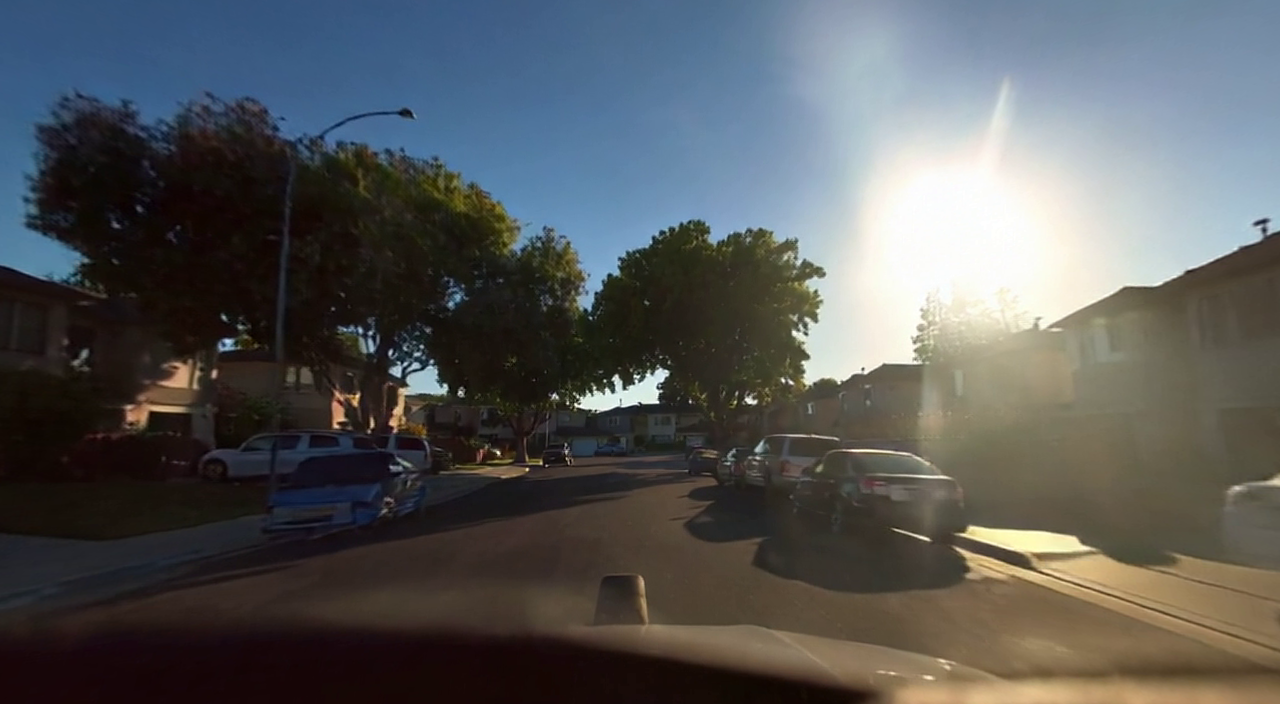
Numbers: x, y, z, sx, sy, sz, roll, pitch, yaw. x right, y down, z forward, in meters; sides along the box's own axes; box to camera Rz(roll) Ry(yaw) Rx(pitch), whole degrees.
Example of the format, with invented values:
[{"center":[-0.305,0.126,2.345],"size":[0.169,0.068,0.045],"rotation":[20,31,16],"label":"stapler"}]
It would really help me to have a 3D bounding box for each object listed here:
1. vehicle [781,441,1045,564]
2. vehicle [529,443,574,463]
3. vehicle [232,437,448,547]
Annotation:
[{"center":[3.865,2.187,10.156],"size":[2.042,1.456,4.903],"rotation":[0,-8,0],"label":"vehicle"},{"center":[-6.867,7.743,48.609],"size":[2.236,1.459,4.832],"rotation":[3,-9,-23],"label":"vehicle"},{"center":[-5.113,2.392,11.563],"size":[1.943,1.602,4.172],"rotation":[0,-8,-1],"label":"vehicle"}]
